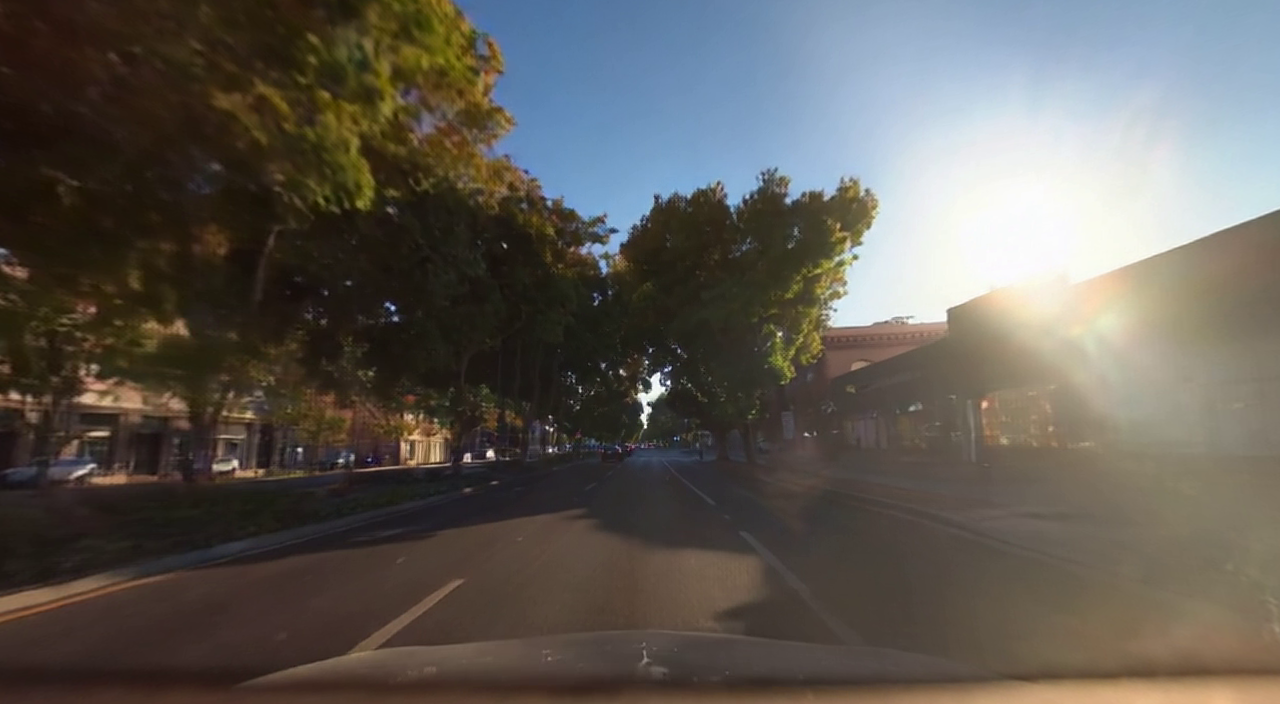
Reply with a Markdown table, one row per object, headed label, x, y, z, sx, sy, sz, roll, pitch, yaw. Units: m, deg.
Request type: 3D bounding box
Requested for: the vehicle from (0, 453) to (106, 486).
| label | x | y | z | sx | sy | sz | roll | pitch | yaw |
| --- | --- | --- | --- | --- | --- | --- | --- | --- | --- |
| vehicle | -35.253 | 6.951 | 37.630 | 4.912 | 1.775 | 1.996 | 8 | -11 | -42 |
